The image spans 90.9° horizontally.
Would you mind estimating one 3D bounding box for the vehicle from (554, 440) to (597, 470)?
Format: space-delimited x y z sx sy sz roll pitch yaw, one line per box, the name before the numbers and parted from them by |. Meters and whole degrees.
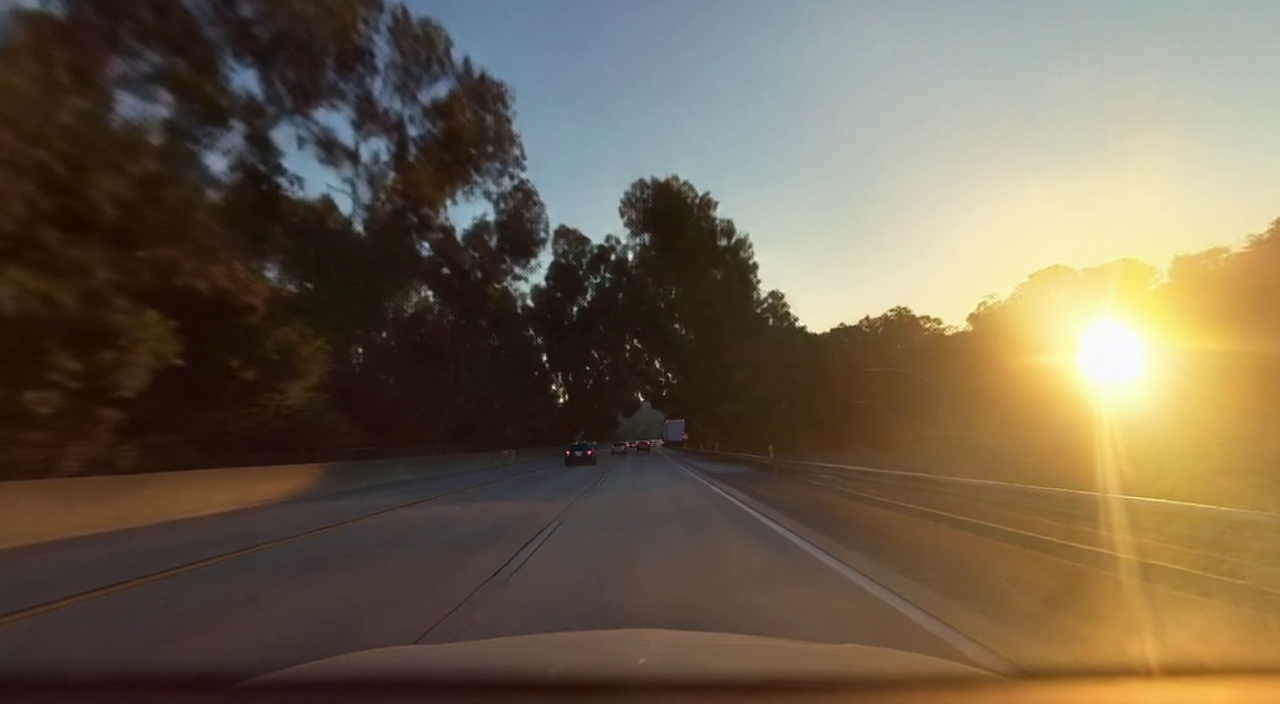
vehicle | -3.580 5.810 35.738 2.025 1.571 3.662 0 -9 0
